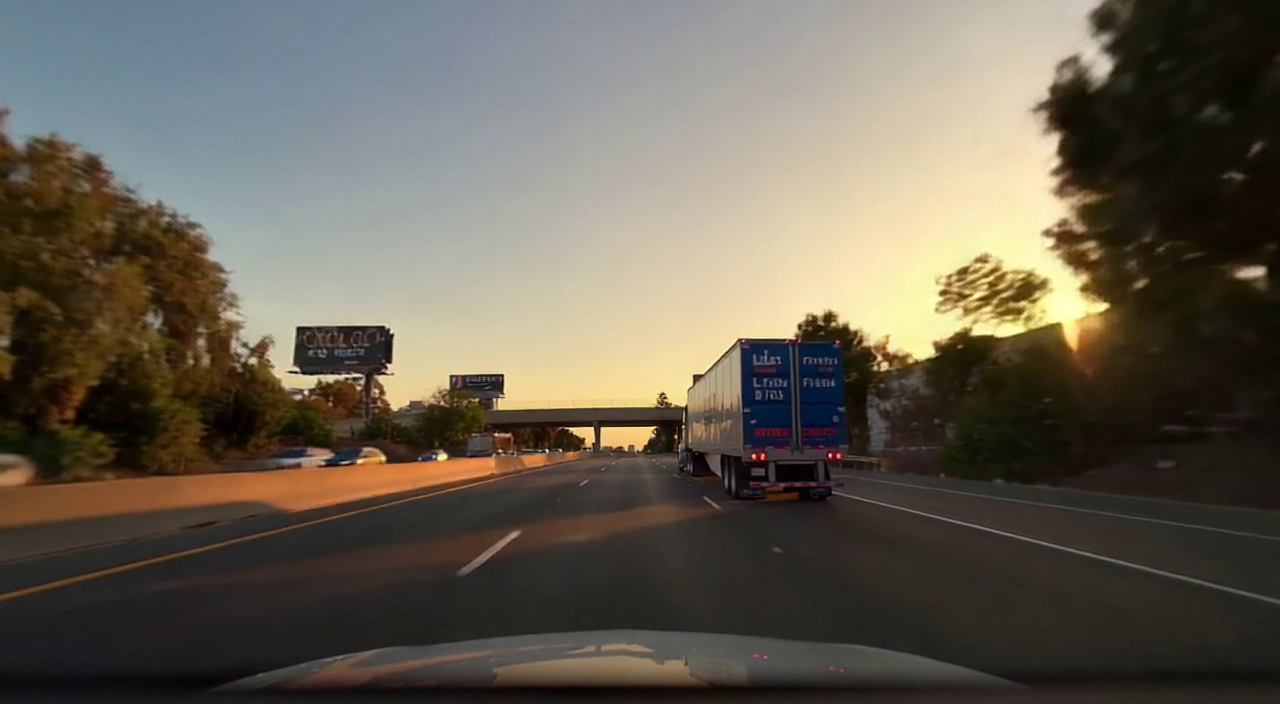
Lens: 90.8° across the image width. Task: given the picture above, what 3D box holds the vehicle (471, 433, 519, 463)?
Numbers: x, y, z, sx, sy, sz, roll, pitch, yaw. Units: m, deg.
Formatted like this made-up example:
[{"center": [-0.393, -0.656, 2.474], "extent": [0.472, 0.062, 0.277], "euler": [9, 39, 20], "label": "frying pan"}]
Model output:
[{"center": [-11.314, 7.529, 49.651], "extent": [2.416, 2.253, 5.336], "euler": [0, -9, 1], "label": "vehicle"}]

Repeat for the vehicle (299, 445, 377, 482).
[{"center": [-11.564, 4.260, 24.389], "extent": [1.438, 1.326, 3.184], "euler": [0, -9, 0], "label": "vehicle"}]

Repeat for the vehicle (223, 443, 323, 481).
[{"center": [-14.670, 4.393, 25.486], "extent": [1.864, 1.435, 3.584], "euler": [0, -9, -1], "label": "vehicle"}]

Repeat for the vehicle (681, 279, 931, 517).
[{"center": [3.576, 2.073, 20.154], "extent": [2.891, 4.387, 17.121], "euler": [0, -9, -2], "label": "vehicle"}]
